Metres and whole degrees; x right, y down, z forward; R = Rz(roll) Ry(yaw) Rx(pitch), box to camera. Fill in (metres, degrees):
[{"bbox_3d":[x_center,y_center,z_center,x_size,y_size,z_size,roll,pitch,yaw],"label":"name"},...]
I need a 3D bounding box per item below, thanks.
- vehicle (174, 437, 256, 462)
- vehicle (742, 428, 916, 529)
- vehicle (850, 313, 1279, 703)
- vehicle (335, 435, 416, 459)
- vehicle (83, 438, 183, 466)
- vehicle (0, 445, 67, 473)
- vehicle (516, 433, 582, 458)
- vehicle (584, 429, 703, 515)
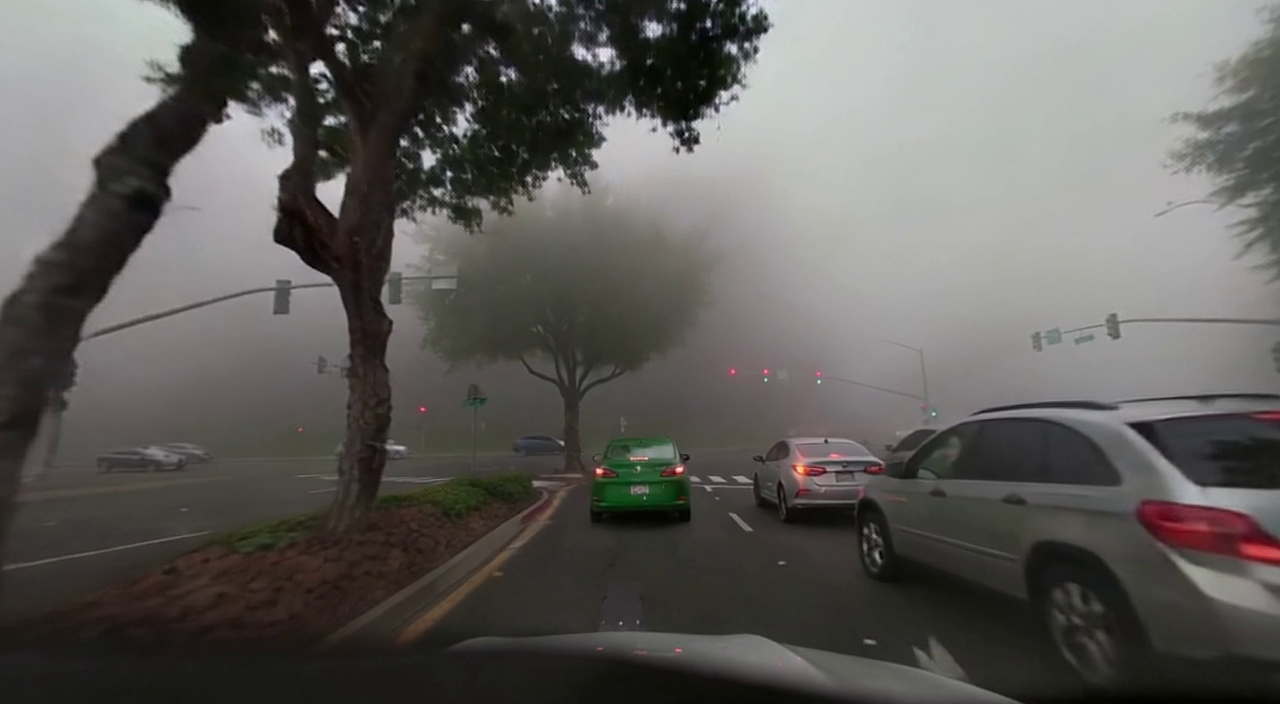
[{"bbox_3d":[-29.807,6.837,44.367,4.526,1.649,1.920,-1,-9,6],"label":"vehicle"},{"bbox_3d":[3.146,2.197,11.569,1.861,1.479,4.371,0,-8,1],"label":"vehicle"},{"bbox_3d":[3.418,1.094,4.568,2.111,1.780,4.990,0,-8,1],"label":"vehicle"},{"bbox_3d":[-17.948,6.464,43.058,4.670,1.542,1.861,0,-8,1],"label":"vehicle"},{"bbox_3d":[-30.271,5.970,37.793,4.517,1.637,1.935,-1,-9,8],"label":"vehicle"},{"bbox_3d":[-35.016,5.937,35.181,4.630,1.441,1.923,-1,-9,8],"label":"vehicle"},{"bbox_3d":[-5.835,6.008,40.523,4.076,1.498,2.175,1,-9,-10],"label":"vehicle"},{"bbox_3d":[0.086,2.366,12.925,2.026,1.458,4.175,0,-8,1],"label":"vehicle"}]
